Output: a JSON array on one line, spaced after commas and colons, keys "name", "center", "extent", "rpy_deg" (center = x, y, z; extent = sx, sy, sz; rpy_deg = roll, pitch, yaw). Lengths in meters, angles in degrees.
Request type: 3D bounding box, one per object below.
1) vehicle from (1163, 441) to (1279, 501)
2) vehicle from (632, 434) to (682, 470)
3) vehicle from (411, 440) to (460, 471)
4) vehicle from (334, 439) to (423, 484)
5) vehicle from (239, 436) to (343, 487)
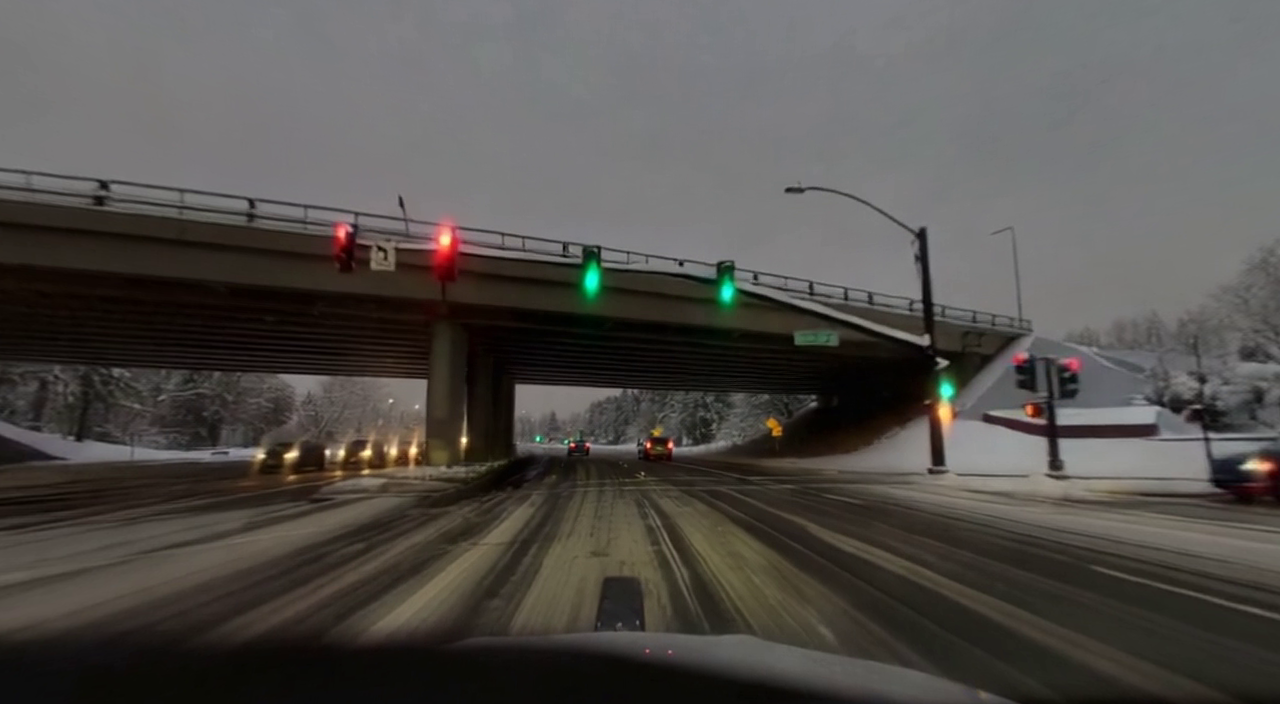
[{"name": "vehicle", "center": [16.857, 3.128, 17.021], "extent": [4.490, 1.430, 1.996], "rpy_deg": [2, -8, -17]}, {"name": "vehicle", "center": [0.826, 5.140, 32.884], "extent": [2.024, 1.724, 3.928], "rpy_deg": [1, -8, -7]}, {"name": "vehicle", "center": [-10.994, 5.554, 34.153], "extent": [1.722, 1.519, 3.826], "rpy_deg": [1, -8, -6]}, {"name": "vehicle", "center": [-10.332, 4.307, 25.334], "extent": [1.961, 1.492, 4.479], "rpy_deg": [0, -6, -5]}, {"name": "vehicle", "center": [-13.245, 4.111, 24.341], "extent": [1.989, 1.619, 4.612], "rpy_deg": [1, -6, -9]}]
